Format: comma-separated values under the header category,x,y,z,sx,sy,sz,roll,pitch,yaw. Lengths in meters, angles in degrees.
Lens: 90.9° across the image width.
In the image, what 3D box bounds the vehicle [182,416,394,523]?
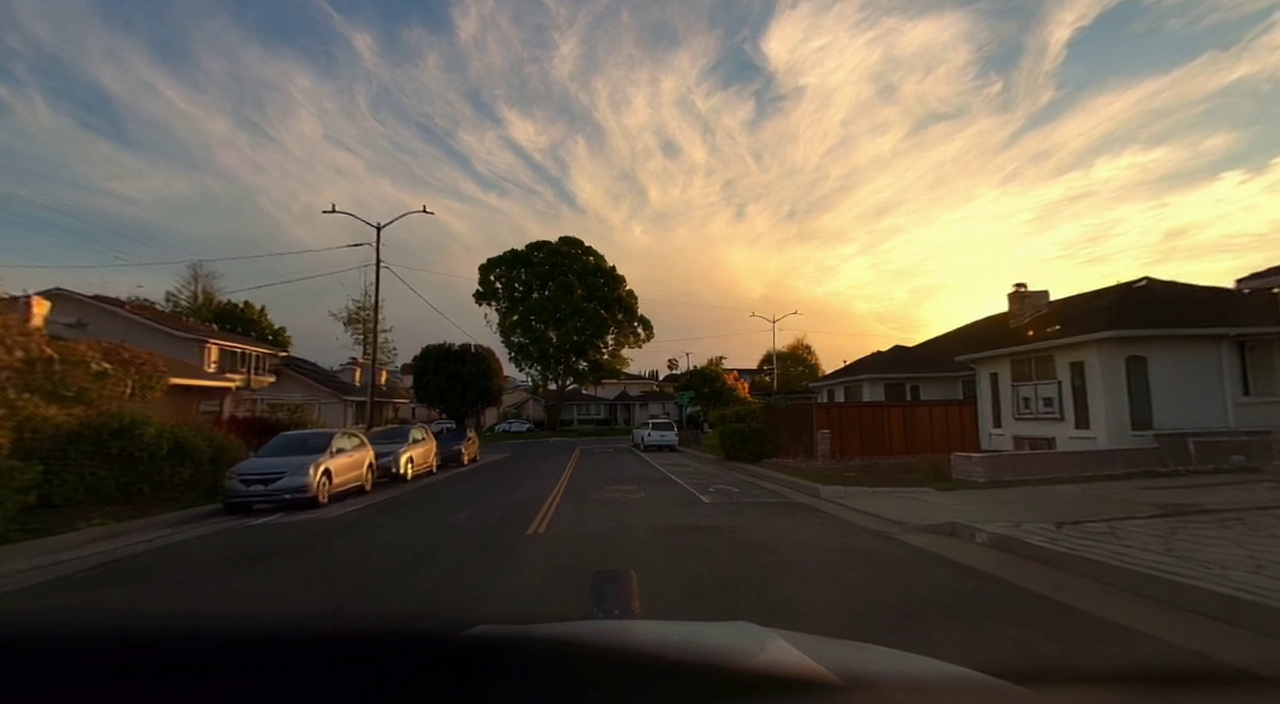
category,x,y,z,sx,sy,sz,roll,pitch,yaw
vehicle,-6.789,2.272,12.827,2.147,1.780,4.165,0,-8,-5
